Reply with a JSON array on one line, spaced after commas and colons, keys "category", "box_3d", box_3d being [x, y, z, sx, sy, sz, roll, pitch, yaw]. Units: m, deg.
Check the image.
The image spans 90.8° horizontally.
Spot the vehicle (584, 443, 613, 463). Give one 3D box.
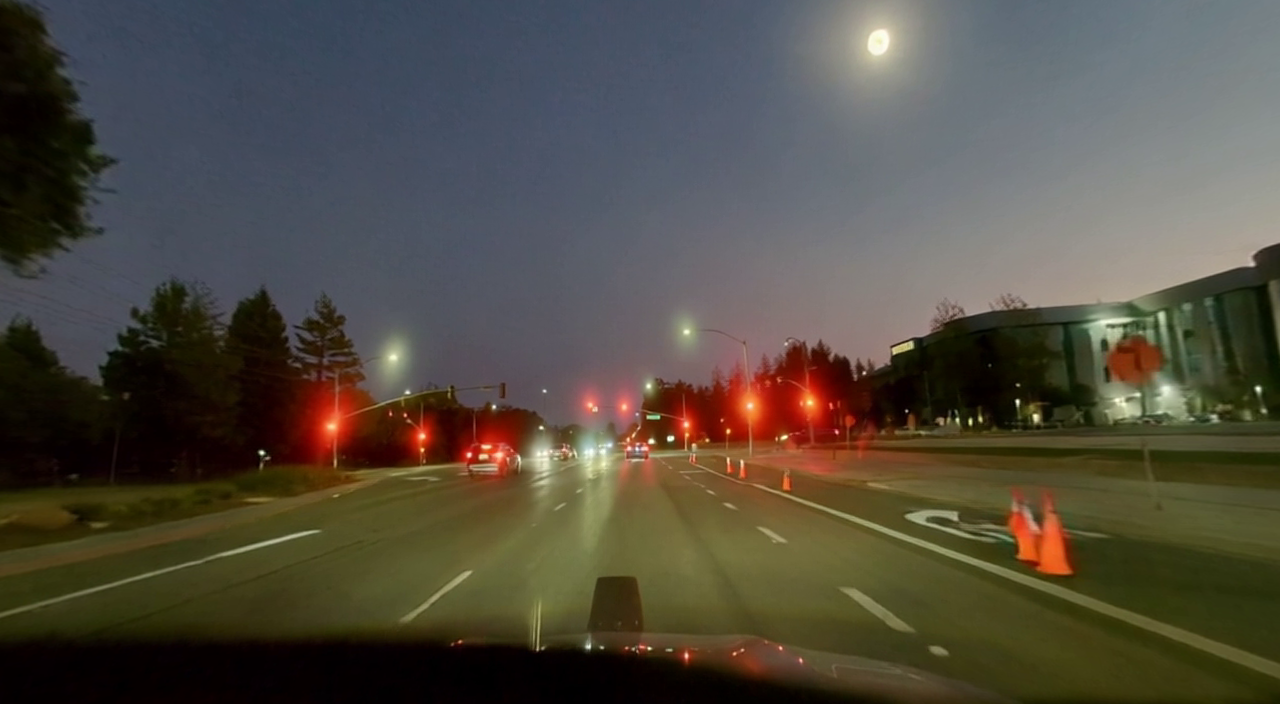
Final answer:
[{"category": "vehicle", "box_3d": [-3.243, 7.900, 49.577, 1.946, 1.437, 4.154, 0, -9, 1]}]

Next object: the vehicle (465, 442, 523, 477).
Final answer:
[{"category": "vehicle", "box_3d": [-7.002, 5.182, 30.675, 1.869, 1.570, 4.064, 0, -9, -1]}]

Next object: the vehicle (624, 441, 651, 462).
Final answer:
[{"category": "vehicle", "box_3d": [-0.155, 7.633, 48.684, 1.985, 1.521, 3.968, 0, -9, 0]}]
